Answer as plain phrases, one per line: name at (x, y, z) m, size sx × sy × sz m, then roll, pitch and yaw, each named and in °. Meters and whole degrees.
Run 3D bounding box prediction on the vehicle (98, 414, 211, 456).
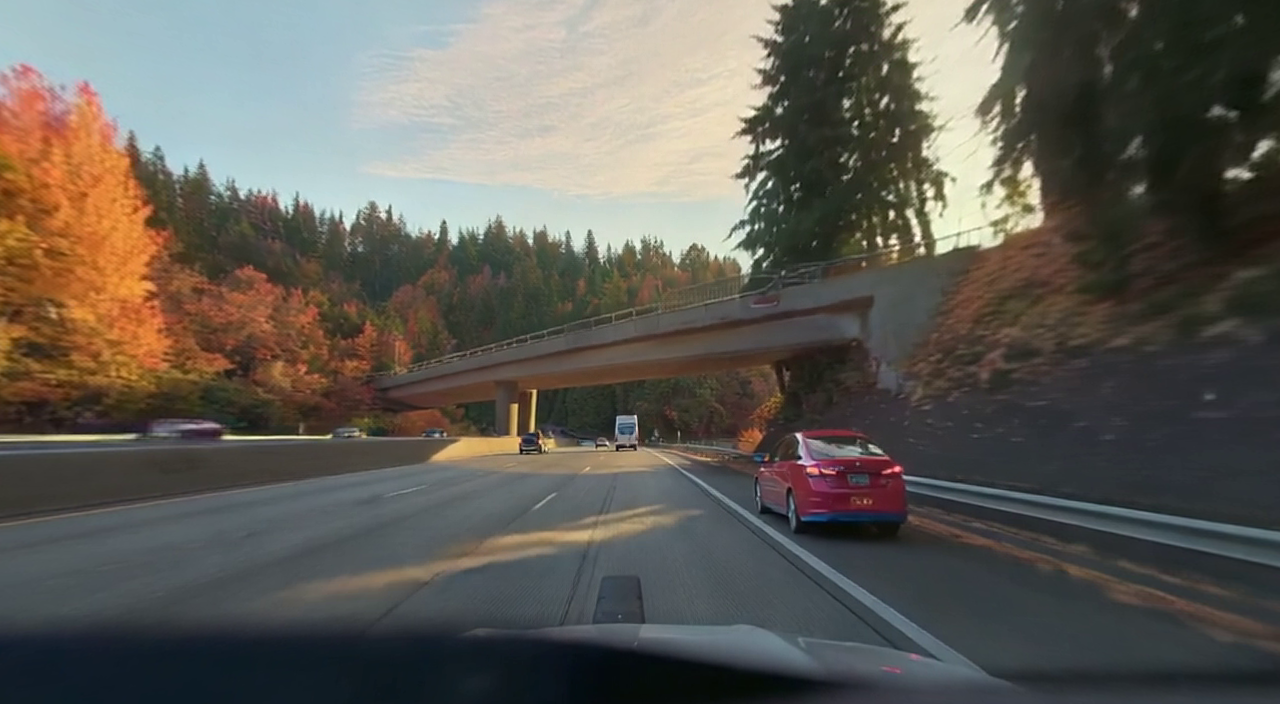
vehicle at (-21.169, 3.651, 27.643) m, size 1.782 × 1.672 × 3.949 m, roll 0°, pitch -8°, yaw -1°
